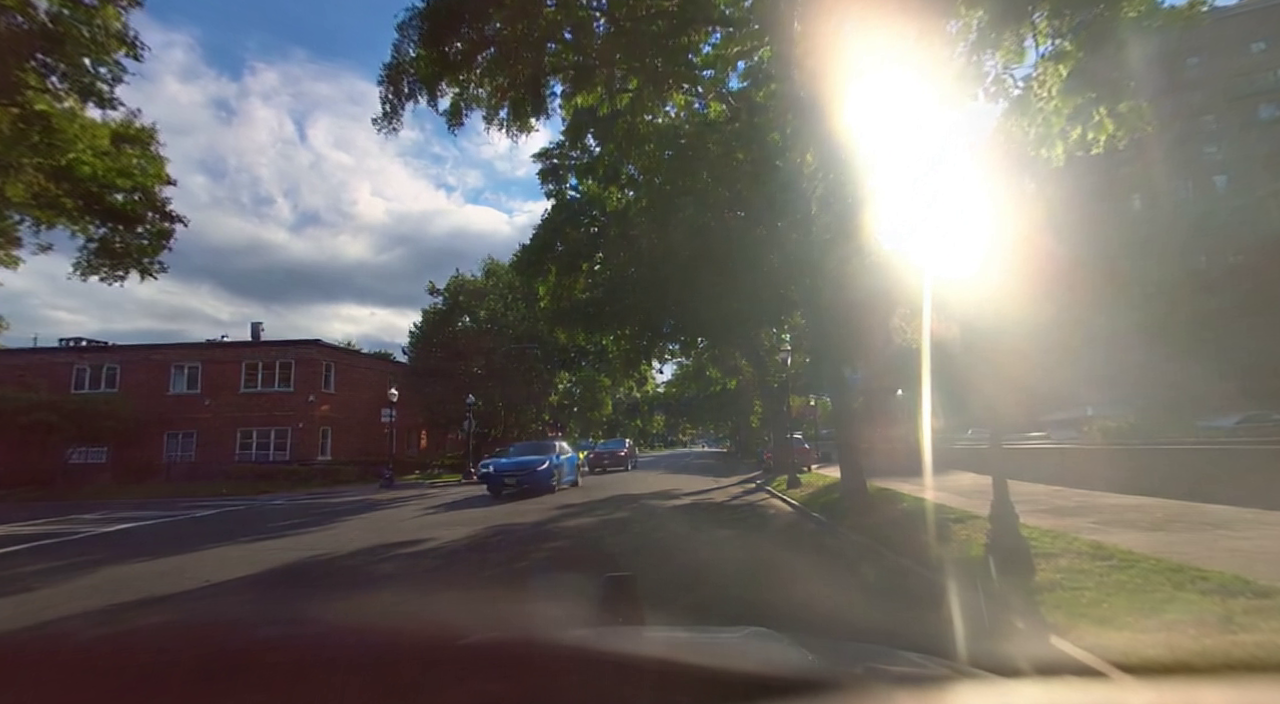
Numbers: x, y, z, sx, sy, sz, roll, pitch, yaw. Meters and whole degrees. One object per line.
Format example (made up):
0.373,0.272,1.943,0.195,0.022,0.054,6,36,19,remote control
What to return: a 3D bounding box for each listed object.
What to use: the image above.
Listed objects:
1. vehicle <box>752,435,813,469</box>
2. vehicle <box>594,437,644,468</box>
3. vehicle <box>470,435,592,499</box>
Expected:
6.663,4.737,30.037,1.918,1.461,4.419,0,-8,1,vehicle
-1.107,5.658,35.713,2.110,1.651,4.410,-1,-9,7,vehicle
-2.799,3.101,17.493,2.056,1.508,4.596,-1,-9,7,vehicle
